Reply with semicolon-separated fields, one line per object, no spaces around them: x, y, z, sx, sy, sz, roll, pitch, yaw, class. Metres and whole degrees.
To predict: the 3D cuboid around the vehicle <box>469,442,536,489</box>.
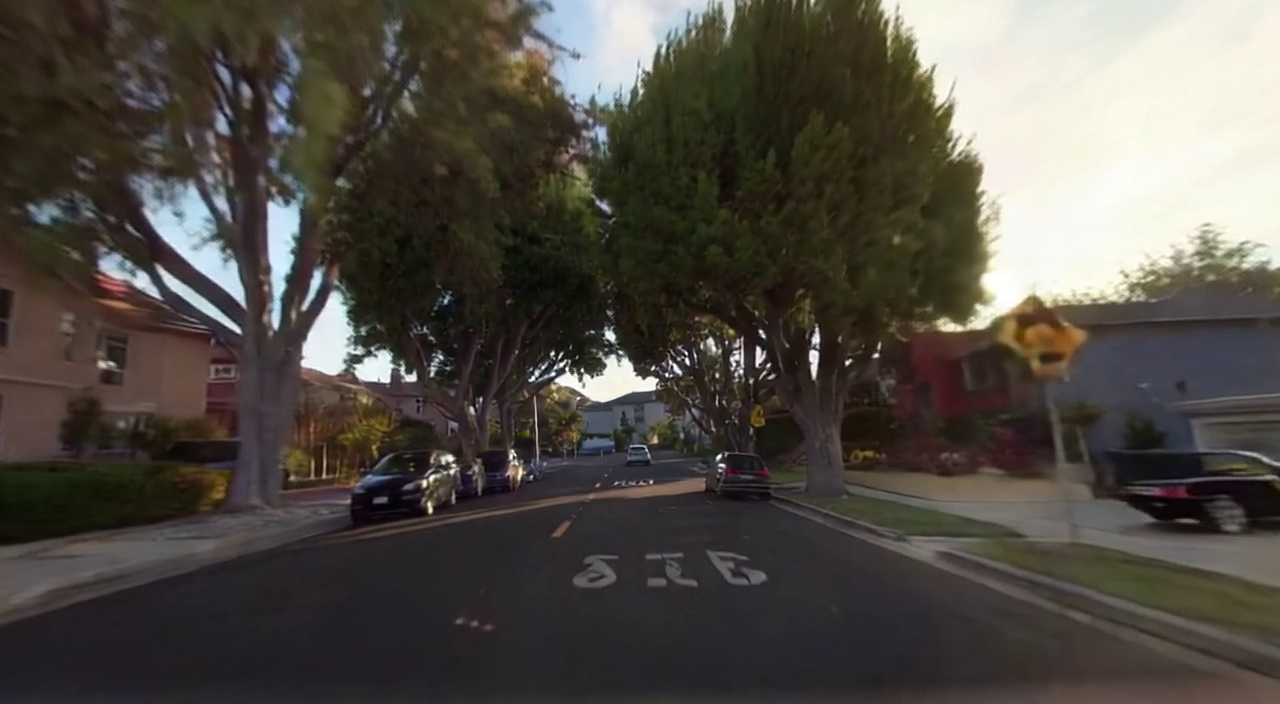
-6.105;5.093;28.492;2.027;1.803;4.306;-4;-9;-1;vehicle

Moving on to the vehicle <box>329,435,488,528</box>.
-5.614;3.138;16.226;2.155;1.907;5.100;-2;-7;0;vehicle

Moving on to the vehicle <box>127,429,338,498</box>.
-12.937;3.569;20.365;5.234;2.076;2.197;0;-8;1;vehicle

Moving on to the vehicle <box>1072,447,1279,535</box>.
10.962;2.480;11.634;4.628;1.403;1.926;0;-8;-3;vehicle

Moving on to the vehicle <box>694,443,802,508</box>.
2.796;3.306;17.458;2.047;1.532;4.350;0;-8;-2;vehicle
